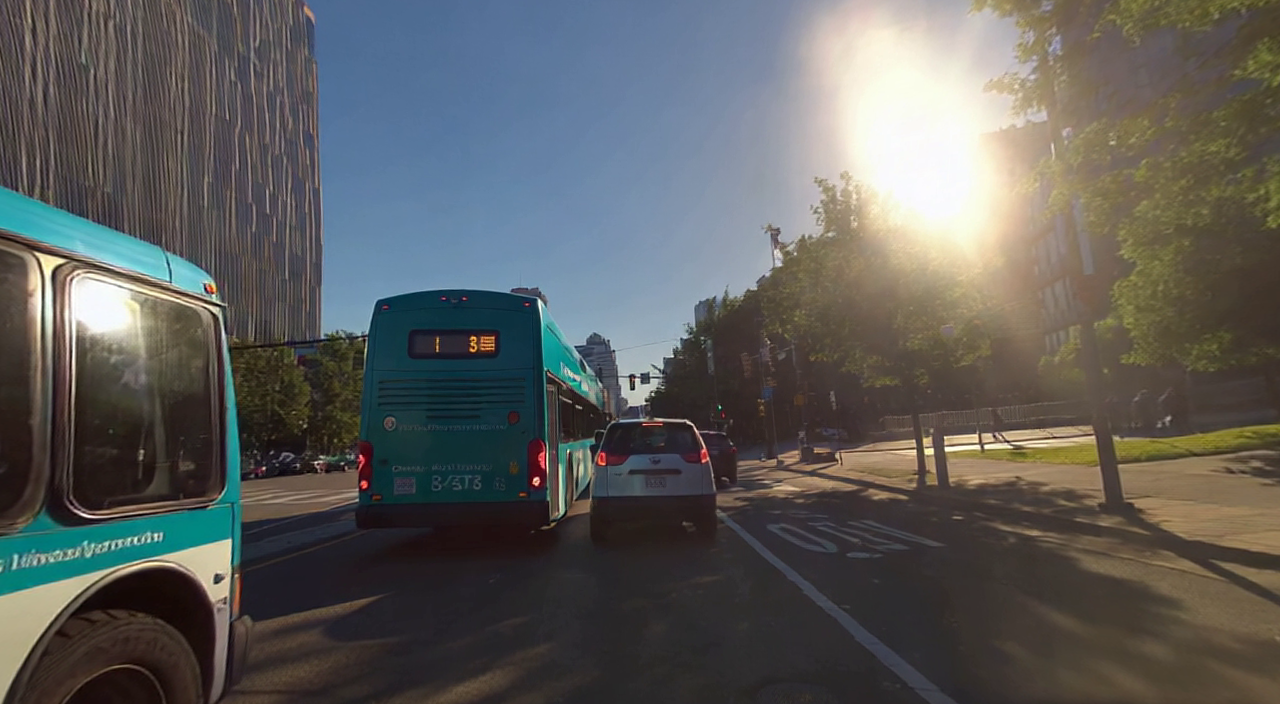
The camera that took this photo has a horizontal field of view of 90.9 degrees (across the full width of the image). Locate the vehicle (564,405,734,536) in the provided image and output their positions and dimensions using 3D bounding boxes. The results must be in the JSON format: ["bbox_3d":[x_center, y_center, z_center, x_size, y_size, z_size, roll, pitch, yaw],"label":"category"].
[{"bbox_3d":[0.142,2.081,11.545,2.500,1.912,4.270,0,-9,0],"label":"vehicle"}]

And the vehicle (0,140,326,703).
[{"bbox_3d":[-2.751,0.332,0.219,2.329,2.089,5.659,0,-9,0],"label":"vehicle"}]

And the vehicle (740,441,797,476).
[{"bbox_3d":[6.127,5.105,30.488,1.919,1.529,4.059,0,-9,0],"label":"vehicle"}]

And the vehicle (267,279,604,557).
[{"bbox_3d":[-2.883,1.796,14.628,3.042,3.445,13.615,0,-9,1],"label":"vehicle"}]
